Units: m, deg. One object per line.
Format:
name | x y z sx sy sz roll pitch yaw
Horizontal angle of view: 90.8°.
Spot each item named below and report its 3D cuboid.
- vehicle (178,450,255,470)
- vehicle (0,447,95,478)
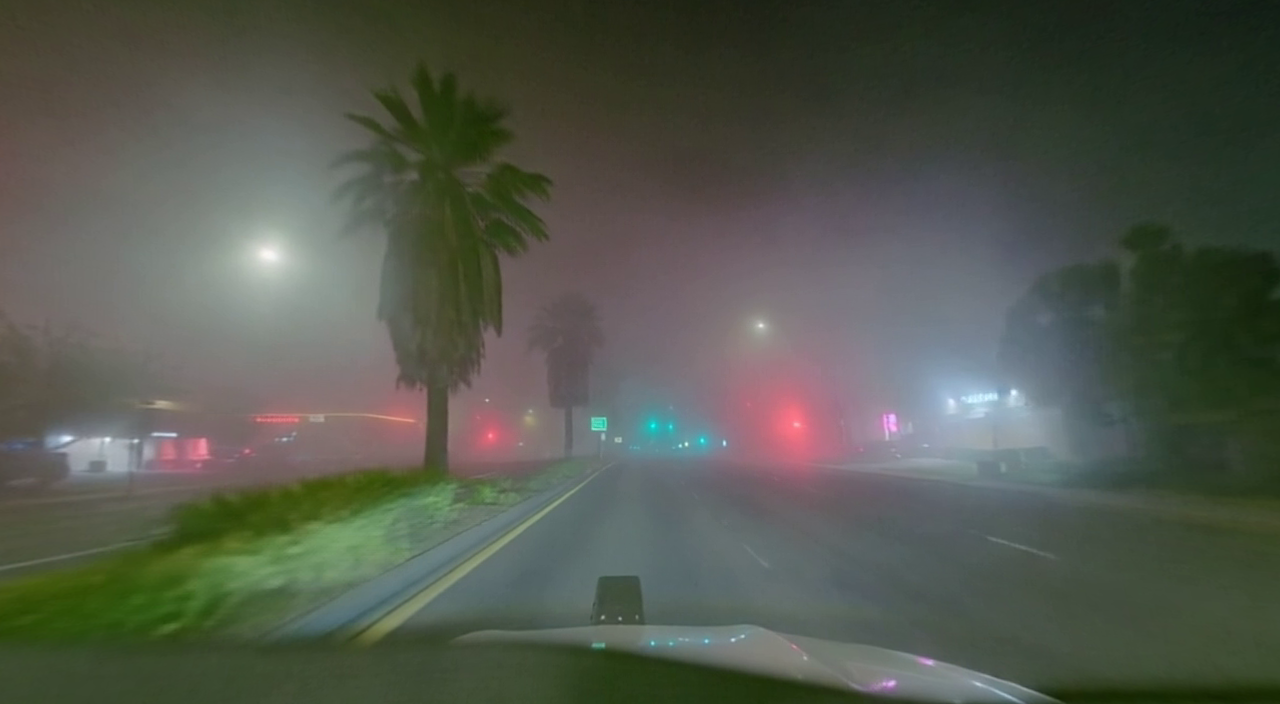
vehicle | -31.528 8.041 47.100 4.351 1.430 1.858 0 -9 -2
vehicle | -32.099 5.826 33.479 4.607 1.572 2.003 0 -8 2
